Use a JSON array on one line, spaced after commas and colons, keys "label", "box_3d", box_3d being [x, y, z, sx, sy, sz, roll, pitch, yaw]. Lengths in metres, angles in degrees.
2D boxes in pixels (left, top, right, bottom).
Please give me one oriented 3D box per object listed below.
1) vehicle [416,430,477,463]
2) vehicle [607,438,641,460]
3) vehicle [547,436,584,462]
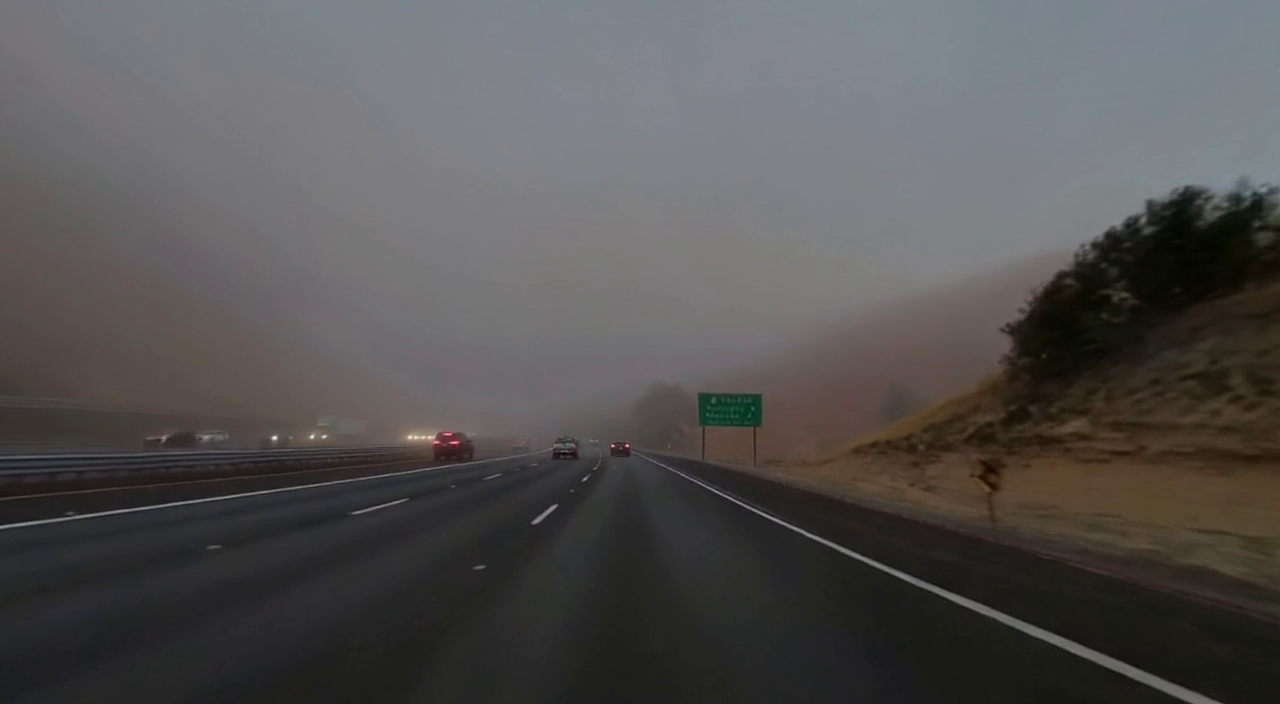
[{"label": "vehicle", "box_3d": [-11.951, 5.881, 39.253, 2.219, 1.923, 4.985, 0, -8, -1]}, {"label": "vehicle", "box_3d": [-1.191, 7.252, 47.245, 2.421, 1.594, 4.248, 0, -8, -2]}, {"label": "vehicle", "box_3d": [-4.931, 6.497, 42.124, 2.060, 1.631, 4.214, 0, -8, -1]}]
